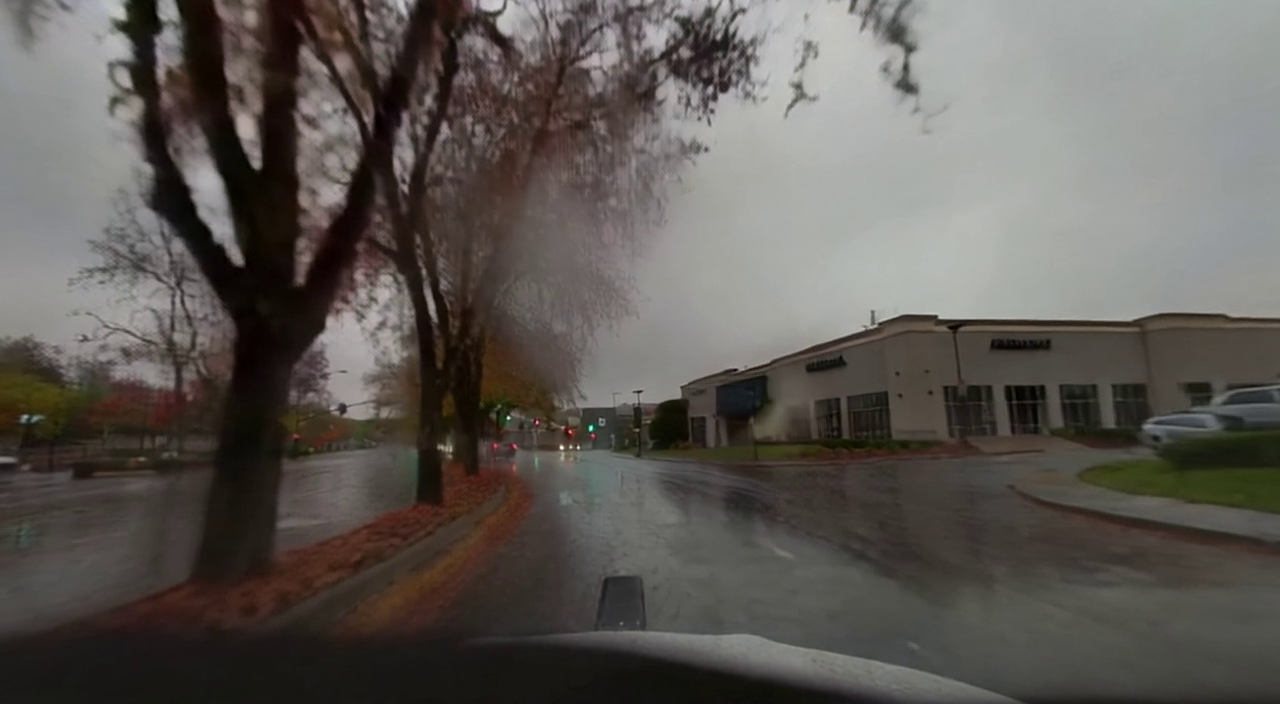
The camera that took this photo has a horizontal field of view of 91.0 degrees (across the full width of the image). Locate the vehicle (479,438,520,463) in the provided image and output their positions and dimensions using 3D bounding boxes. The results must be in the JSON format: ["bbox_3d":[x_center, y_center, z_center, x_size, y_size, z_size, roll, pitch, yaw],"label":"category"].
[{"bbox_3d":[-9.205,6.455,41.042,2.018,1.512,4.304,4,-10,-20],"label":"vehicle"}]
